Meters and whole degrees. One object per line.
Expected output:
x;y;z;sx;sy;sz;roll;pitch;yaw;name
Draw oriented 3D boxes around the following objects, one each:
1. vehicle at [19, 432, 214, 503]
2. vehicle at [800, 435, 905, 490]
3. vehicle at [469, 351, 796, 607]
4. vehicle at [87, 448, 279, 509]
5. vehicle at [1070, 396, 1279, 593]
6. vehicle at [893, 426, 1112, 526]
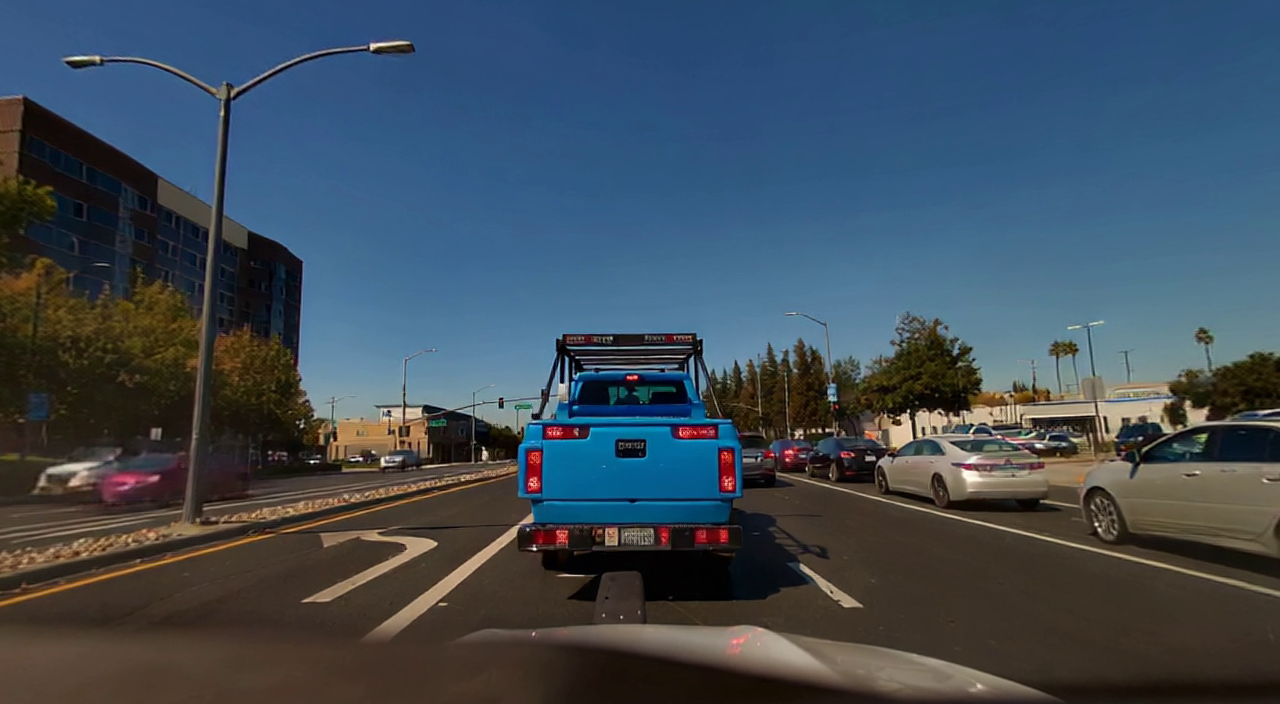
-19.080;4.214;23.531;2.700;2.296;5.270;0;-9;-1;vehicle
7.075;3.731;21.596;1.953;1.665;4.327;0;-9;-2;vehicle
-0.113;1.460;8.151;2.682;2.117;5.706;0;-9;-1;vehicle
-12.461;3.442;17.706;1.983;1.449;4.501;0;-9;0;vehicle
6.822;1.358;6.167;2.023;1.771;4.488;0;-9;0;vehicle
7.069;2.439;12.974;1.931;1.692;4.267;0;-9;0;vehicle
